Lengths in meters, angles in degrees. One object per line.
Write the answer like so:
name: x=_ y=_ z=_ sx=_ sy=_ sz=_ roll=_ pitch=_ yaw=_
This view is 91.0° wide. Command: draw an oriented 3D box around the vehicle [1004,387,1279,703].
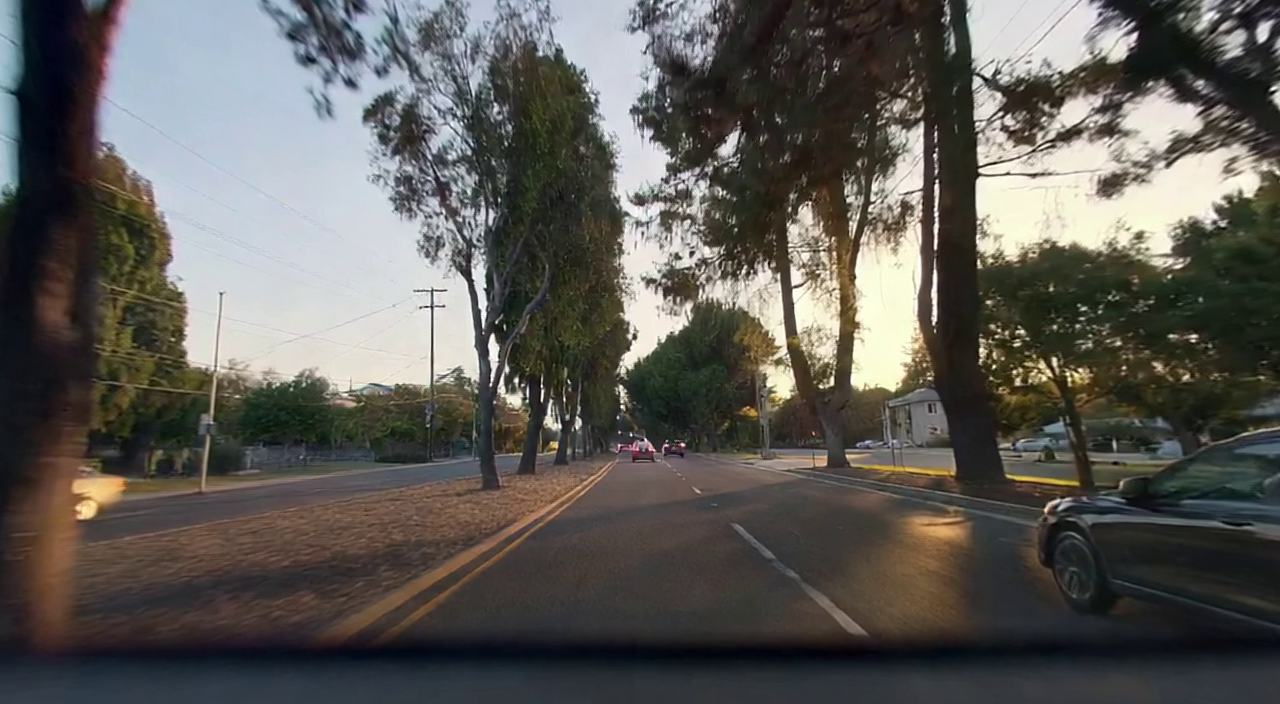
vehicle: x=4.233 y=0.937 z=2.804 sx=2.235 sy=1.597 sz=4.918 roll=0 pitch=-9 yaw=0

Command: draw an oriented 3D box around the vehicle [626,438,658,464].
vehicle: x=0.059 y=7.171 z=45.637 sx=2.189 sy=1.776 sz=4.342 roll=0 pitch=-9 yaw=-2

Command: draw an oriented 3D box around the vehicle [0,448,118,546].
vehicle: x=-9.904 y=2.097 z=9.167 sx=1.527 sy=1.380 sz=3.460 roll=0 pitch=-9 yaw=1
